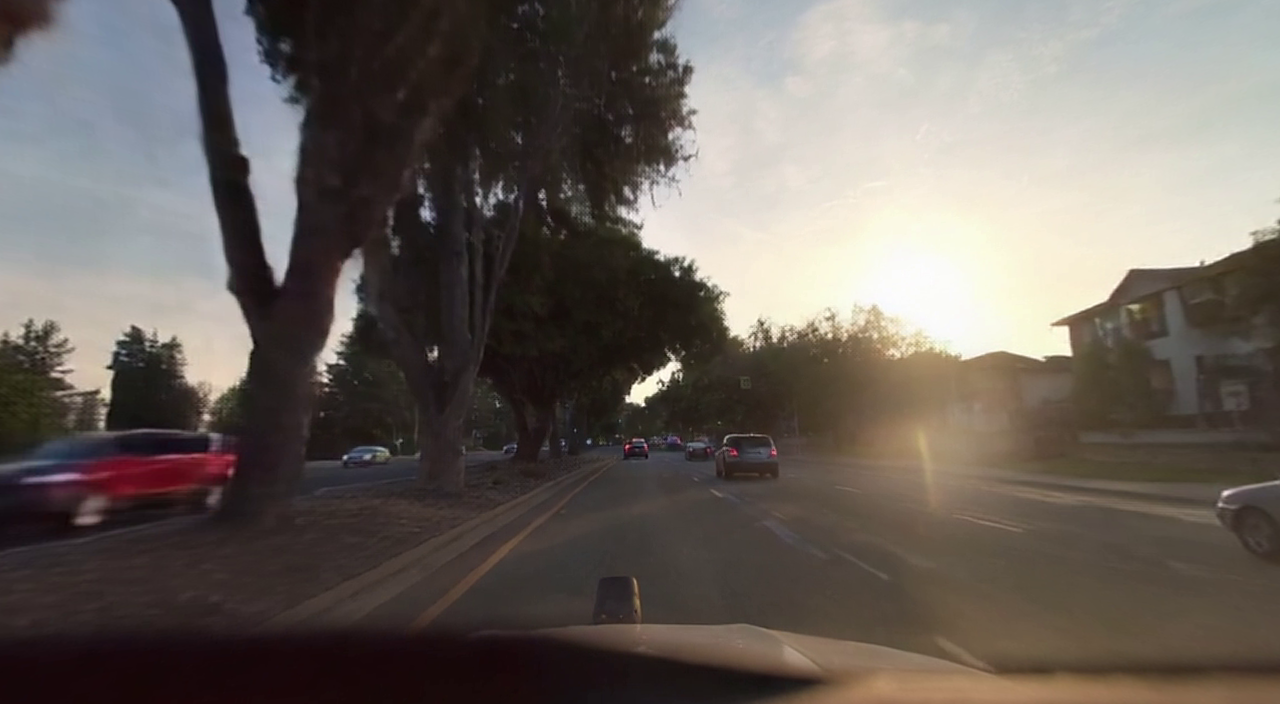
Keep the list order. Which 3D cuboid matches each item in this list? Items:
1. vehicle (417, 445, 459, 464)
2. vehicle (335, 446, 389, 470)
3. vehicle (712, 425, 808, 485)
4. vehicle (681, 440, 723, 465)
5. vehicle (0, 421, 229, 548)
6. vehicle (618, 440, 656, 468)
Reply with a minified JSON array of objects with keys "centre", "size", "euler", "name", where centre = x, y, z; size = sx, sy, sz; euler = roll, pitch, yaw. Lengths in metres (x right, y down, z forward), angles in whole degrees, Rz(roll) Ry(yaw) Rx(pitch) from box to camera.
[{"centre":[-15.808,8.046,49.641],"size":[1.825,1.467,4.364],"euler":[0,-9,0],"name":"vehicle"},{"centre":[-19.403,7.416,44.299],"size":[1.887,1.552,4.301],"euler":[1,-8,-1],"name":"vehicle"},{"centre":[3.928,3.508,21.646],"size":[2.209,1.813,4.724],"euler":[1,-9,-2],"name":"vehicle"},{"centre":[3.749,6.175,38.848],"size":[2.064,1.474,4.389],"euler":[0,-9,-1],"name":"vehicle"},{"centre":[-9.391,2.129,10.747],"size":[2.058,1.716,4.266],"euler":[1,-9,-4],"name":"vehicle"},{"centre":[-0.176,5.738,35.624],"size":[1.988,1.418,4.214],"euler":[0,-9,0],"name":"vehicle"}]
